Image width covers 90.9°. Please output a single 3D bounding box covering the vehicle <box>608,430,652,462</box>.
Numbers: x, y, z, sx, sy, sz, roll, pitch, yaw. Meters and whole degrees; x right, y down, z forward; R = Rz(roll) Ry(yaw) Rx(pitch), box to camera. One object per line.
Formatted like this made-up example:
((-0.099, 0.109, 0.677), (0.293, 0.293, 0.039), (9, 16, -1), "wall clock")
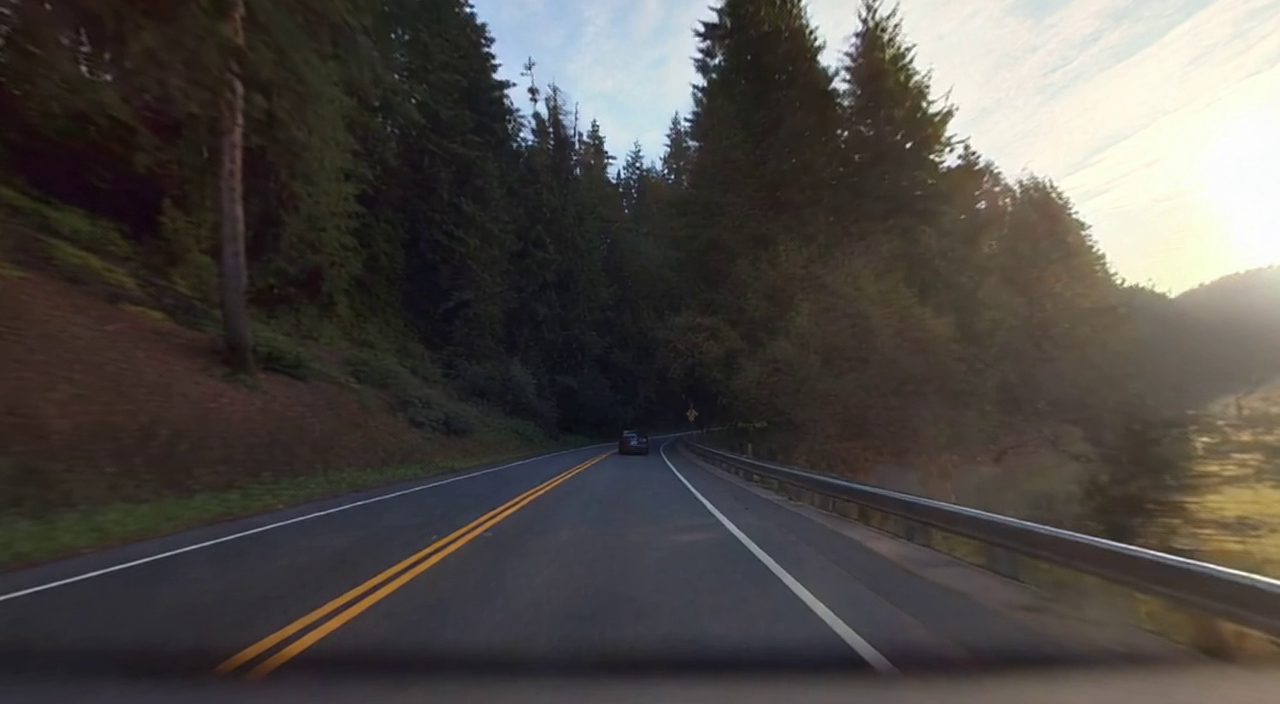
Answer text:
((-0.512, 4.794, 32.287), (2.120, 1.491, 4.349), (0, -8, -1), "vehicle")
